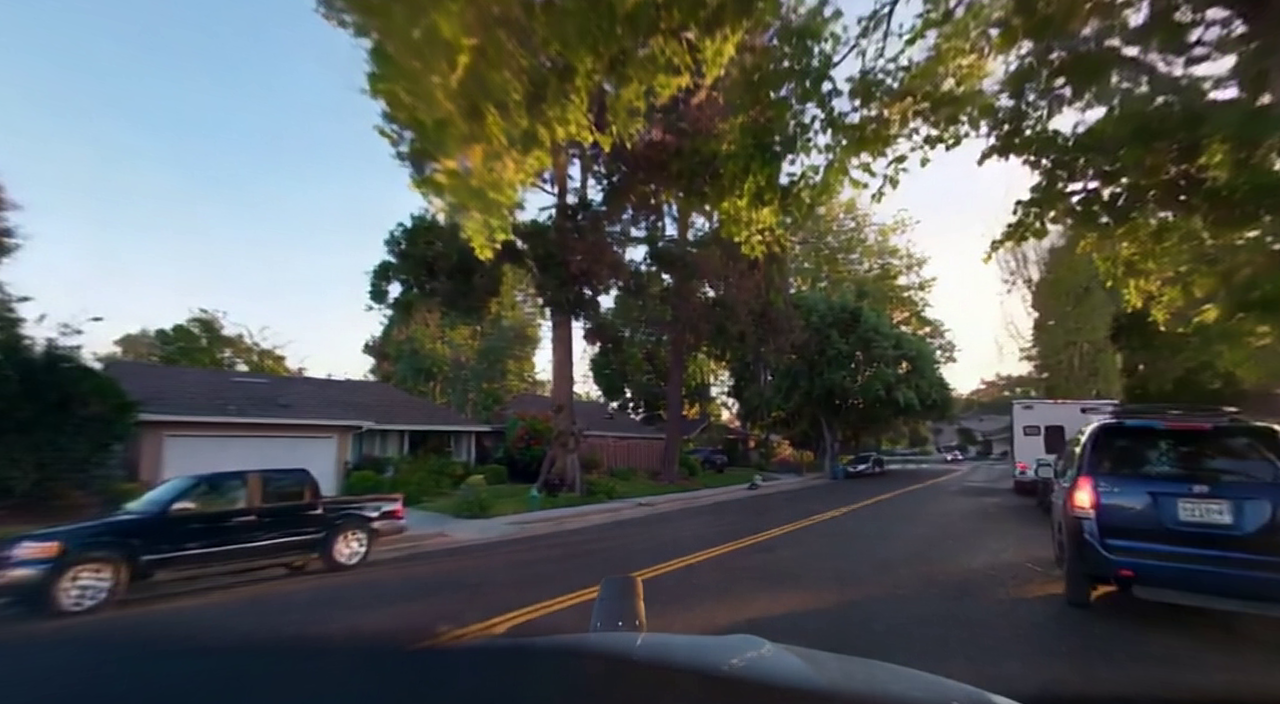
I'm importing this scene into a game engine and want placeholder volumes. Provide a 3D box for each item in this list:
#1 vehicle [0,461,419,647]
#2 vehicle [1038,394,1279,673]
[{"bbox_3d":[-5.275,2.159,7.772,1.816,1.489,4.653,-5,-10,30],"label":"vehicle"},{"bbox_3d":[5.547,1.492,6.600,2.182,1.785,5.726,-4,-8,32],"label":"vehicle"}]
